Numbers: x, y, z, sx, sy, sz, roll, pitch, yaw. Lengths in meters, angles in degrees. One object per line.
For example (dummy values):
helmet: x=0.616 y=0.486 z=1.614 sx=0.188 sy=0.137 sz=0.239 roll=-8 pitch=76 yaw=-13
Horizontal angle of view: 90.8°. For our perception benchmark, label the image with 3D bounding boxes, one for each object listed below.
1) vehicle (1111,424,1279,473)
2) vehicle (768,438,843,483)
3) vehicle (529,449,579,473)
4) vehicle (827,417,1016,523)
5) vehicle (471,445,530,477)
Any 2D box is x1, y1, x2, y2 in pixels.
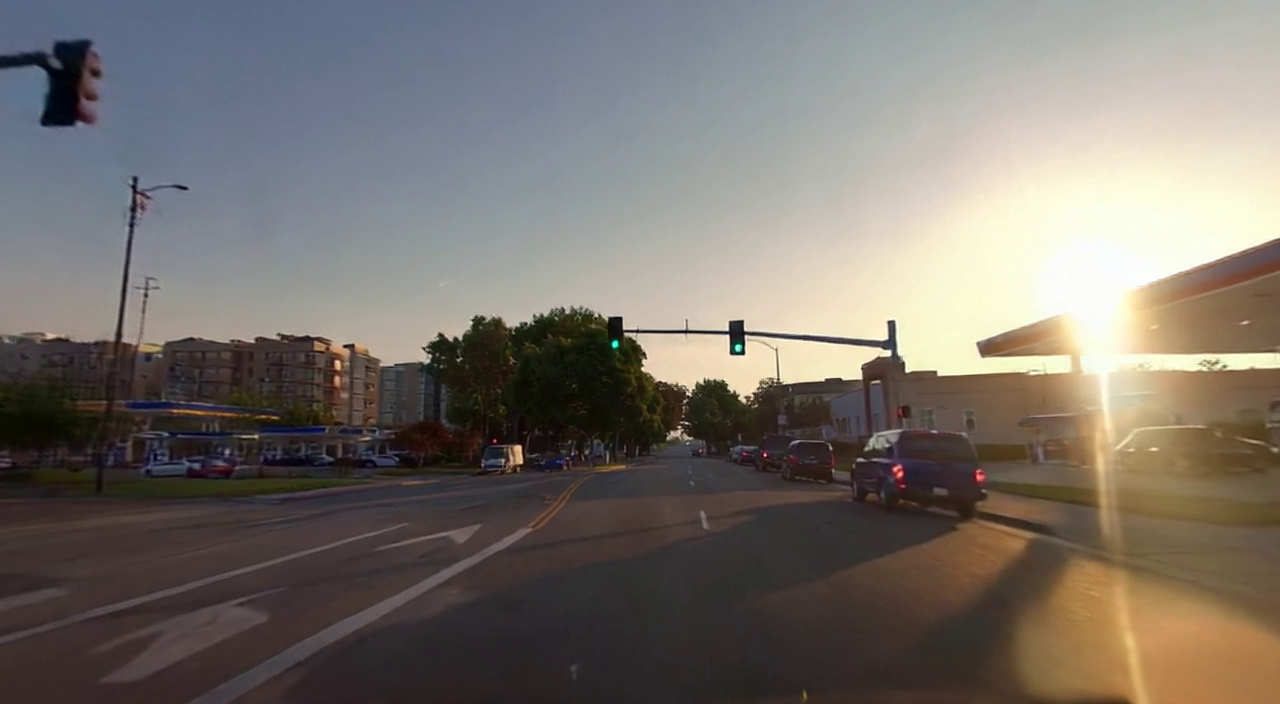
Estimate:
vehicle: x=18.922 y=3.234 z=21.185 sx=4.421 sy=1.548 sz=2.061 roll=-1 pitch=-9 yaw=6
vehicle: x=6.812 y=4.526 z=26.667 sx=1.995 sy=1.720 sz=5.067 roll=0 pitch=-9 yaw=2
vehicle: x=-5.901 y=7.554 z=44.030 sx=2.007 sy=1.606 sz=4.764 roll=-2 pitch=-9 yaw=11
vehicle: x=5.832 y=2.513 z=13.990 sx=2.194 sy=1.896 sz=5.049 roll=-1 pitch=-9 yaw=5
vehicle: x=-9.420 y=7.384 z=43.141 sx=2.214 sy=1.994 sz=5.721 roll=-1 pitch=-9 yaw=5
